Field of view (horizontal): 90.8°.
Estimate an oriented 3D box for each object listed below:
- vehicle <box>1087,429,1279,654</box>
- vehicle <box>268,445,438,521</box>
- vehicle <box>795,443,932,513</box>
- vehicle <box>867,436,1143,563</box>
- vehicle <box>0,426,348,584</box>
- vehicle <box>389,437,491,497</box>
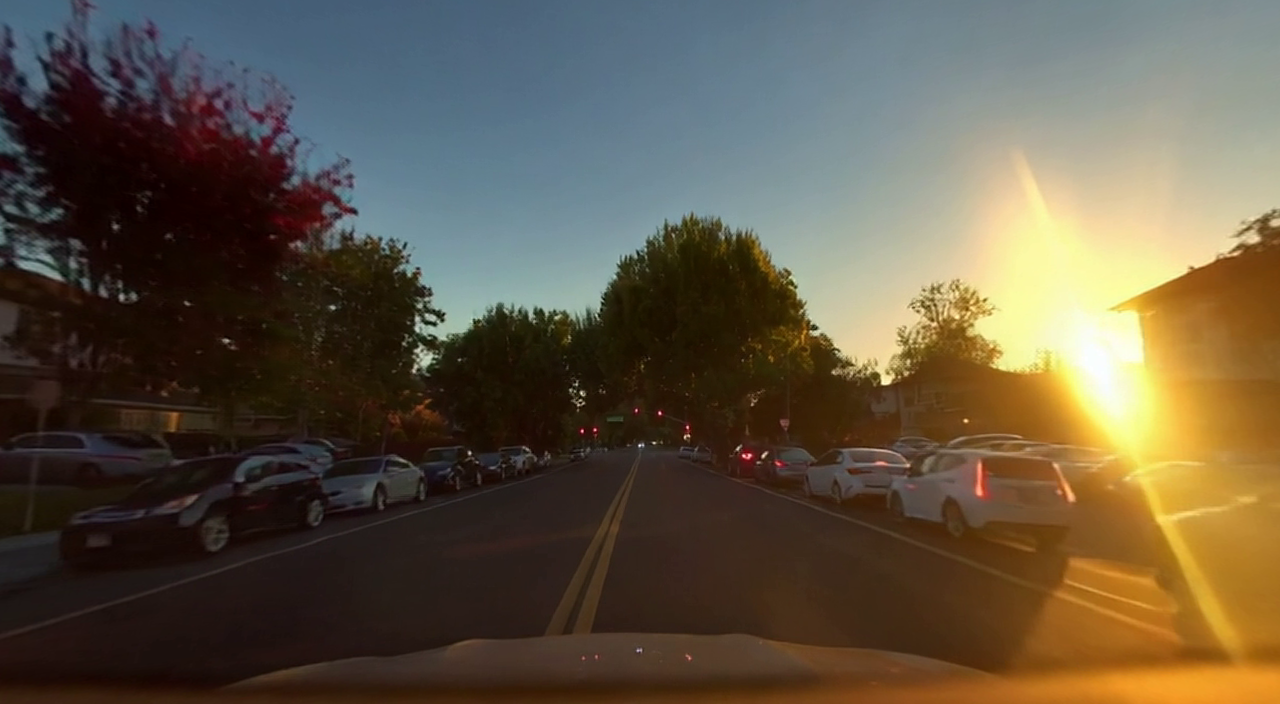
[{"bbox_3d":[5.150,1.180,3.633,1.747,1.486,4.672,0,-9,0],"label":"vehicle"},{"bbox_3d":[-6.446,2.949,14.836,1.809,1.499,4.358,0,-9,2],"label":"vehicle"},{"bbox_3d":[5.139,2.922,15.209,1.798,1.432,4.330,0,-9,1],"label":"vehicle"},{"bbox_3d":[5.061,2.055,9.564,1.729,1.479,4.101,0,-8,0],"label":"vehicle"},{"bbox_3d":[-6.345,1.996,9.180,1.947,1.665,4.716,0,-9,0],"label":"vehicle"},{"bbox_3d":[-6.302,3.658,20.511,1.904,1.727,4.530,0,-9,-1],"label":"vehicle"}]
